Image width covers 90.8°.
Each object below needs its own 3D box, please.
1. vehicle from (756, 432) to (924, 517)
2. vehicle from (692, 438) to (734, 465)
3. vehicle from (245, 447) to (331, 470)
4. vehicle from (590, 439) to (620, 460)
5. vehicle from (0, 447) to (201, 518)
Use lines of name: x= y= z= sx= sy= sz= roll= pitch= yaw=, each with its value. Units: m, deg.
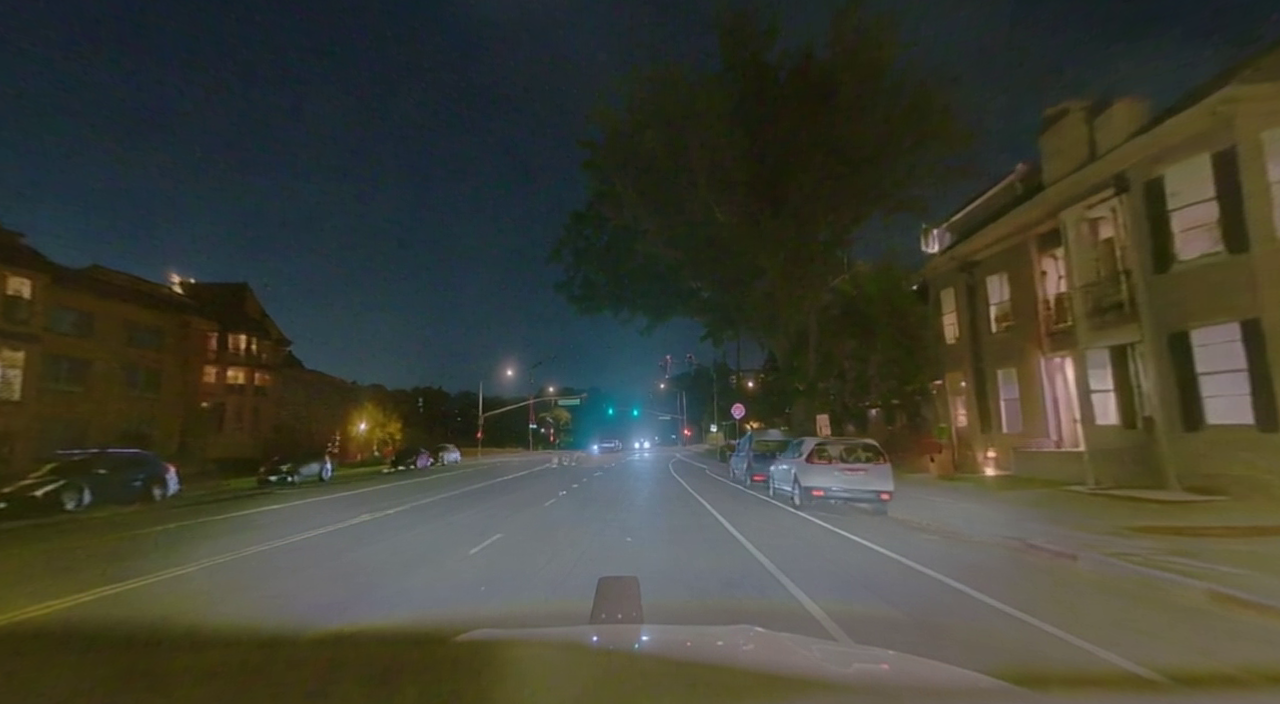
vehicle: x=3.911 y=2.474 z=13.309 sx=1.956 sy=1.468 sz=4.524 roll=0 pitch=-8 yaw=-1
vehicle: x=4.245 y=5.894 z=37.418 sx=1.964 sy=1.485 sz=4.454 roll=0 pitch=-8 yaw=1
vehicle: x=-22.306 y=6.739 z=40.159 sx=4.397 sy=1.423 sz=1.789 roll=0 pitch=-8 yaw=2
vehicle: x=-2.565 y=7.272 z=47.211 sx=1.986 sy=1.508 sz=4.261 roll=0 pitch=-8 yaw=0
vehicle: x=-14.144 y=3.263 z=16.455 sx=1.923 sy=1.535 sz=4.862 roll=0 pitch=-8 yaw=0
